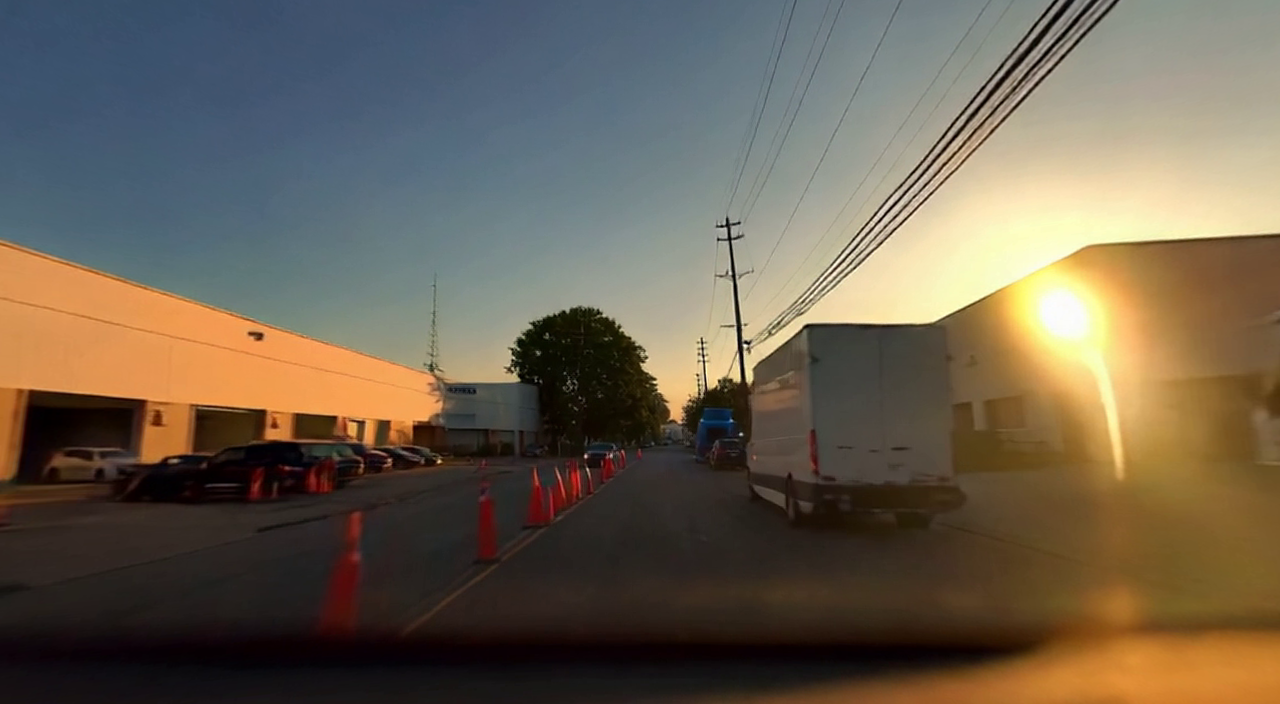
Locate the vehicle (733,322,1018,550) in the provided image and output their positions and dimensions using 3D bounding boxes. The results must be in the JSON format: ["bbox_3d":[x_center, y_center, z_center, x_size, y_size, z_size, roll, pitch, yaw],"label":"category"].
[{"bbox_3d":[3.949,1.717,12.940,2.871,3.301,7.433,0,-8,0],"label":"vehicle"}]

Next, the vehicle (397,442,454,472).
[{"bbox_3d":[-13.523,6.609,40.138,2.078,1.674,4.652,-2,-8,-1],"label":"vehicle"}]

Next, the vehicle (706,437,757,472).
[{"bbox_3d":[4.693,5.326,32.991,1.892,1.696,4.332,0,-8,-1],"label":"vehicle"}]

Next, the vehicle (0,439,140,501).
[{"bbox_3d":[-20.313,4.008,21.967,2.026,1.885,4.932,0,-8,-4],"label":"vehicle"}]

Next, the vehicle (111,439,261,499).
[{"bbox_3d":[-15.162,3.871,21.476,1.971,1.789,4.360,0,-8,-3],"label":"vehicle"}]

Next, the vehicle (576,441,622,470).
[{"bbox_3d":[-2.230,5.772,35.468,1.988,1.479,4.485,-1,-8,4],"label":"vehicle"}]

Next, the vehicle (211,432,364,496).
[{"bbox_3d":[-12.200,3.889,22.470,2.287,1.975,5.511,0,-8,-1],"label":"vehicle"}]
